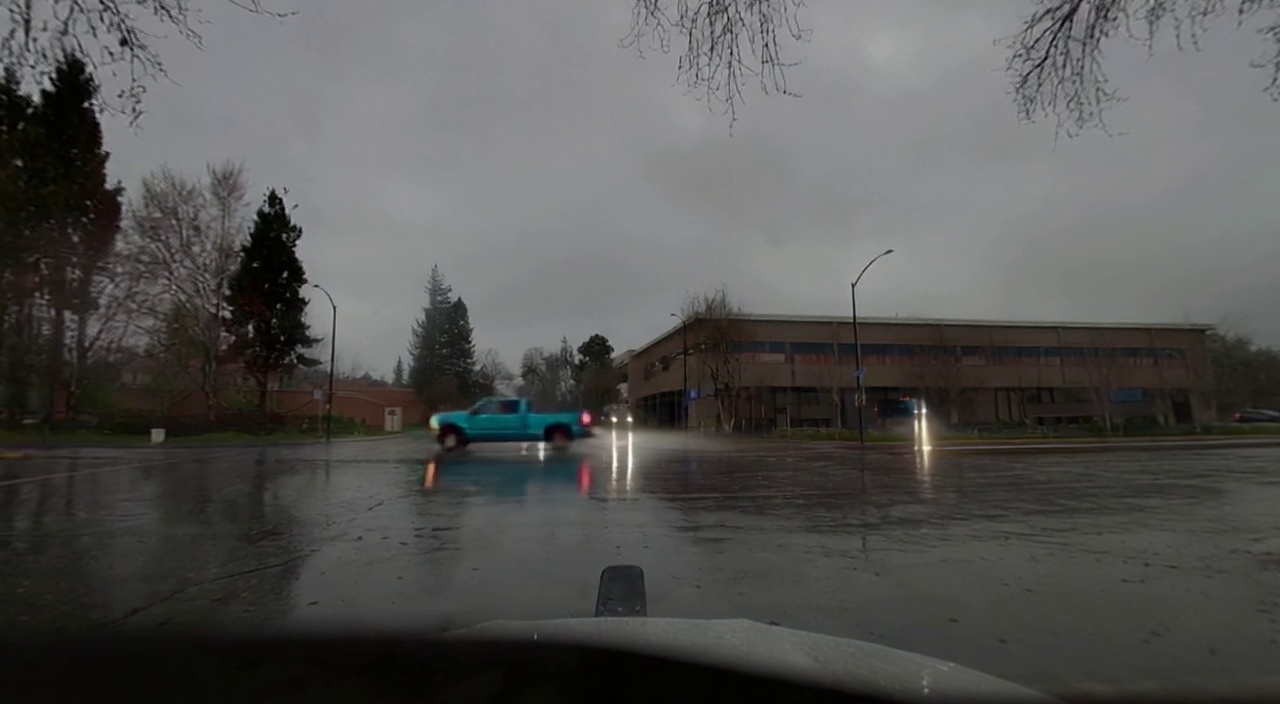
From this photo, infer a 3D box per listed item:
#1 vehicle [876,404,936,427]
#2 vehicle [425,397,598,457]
[{"bbox_3d":[19.828,4.759,46.701,4.674,1.483,1.745,6,-10,-34],"label":"vehicle"},{"bbox_3d":[-4.237,2.551,20.952,5.333,1.837,2.124,2,-9,-13],"label":"vehicle"}]
